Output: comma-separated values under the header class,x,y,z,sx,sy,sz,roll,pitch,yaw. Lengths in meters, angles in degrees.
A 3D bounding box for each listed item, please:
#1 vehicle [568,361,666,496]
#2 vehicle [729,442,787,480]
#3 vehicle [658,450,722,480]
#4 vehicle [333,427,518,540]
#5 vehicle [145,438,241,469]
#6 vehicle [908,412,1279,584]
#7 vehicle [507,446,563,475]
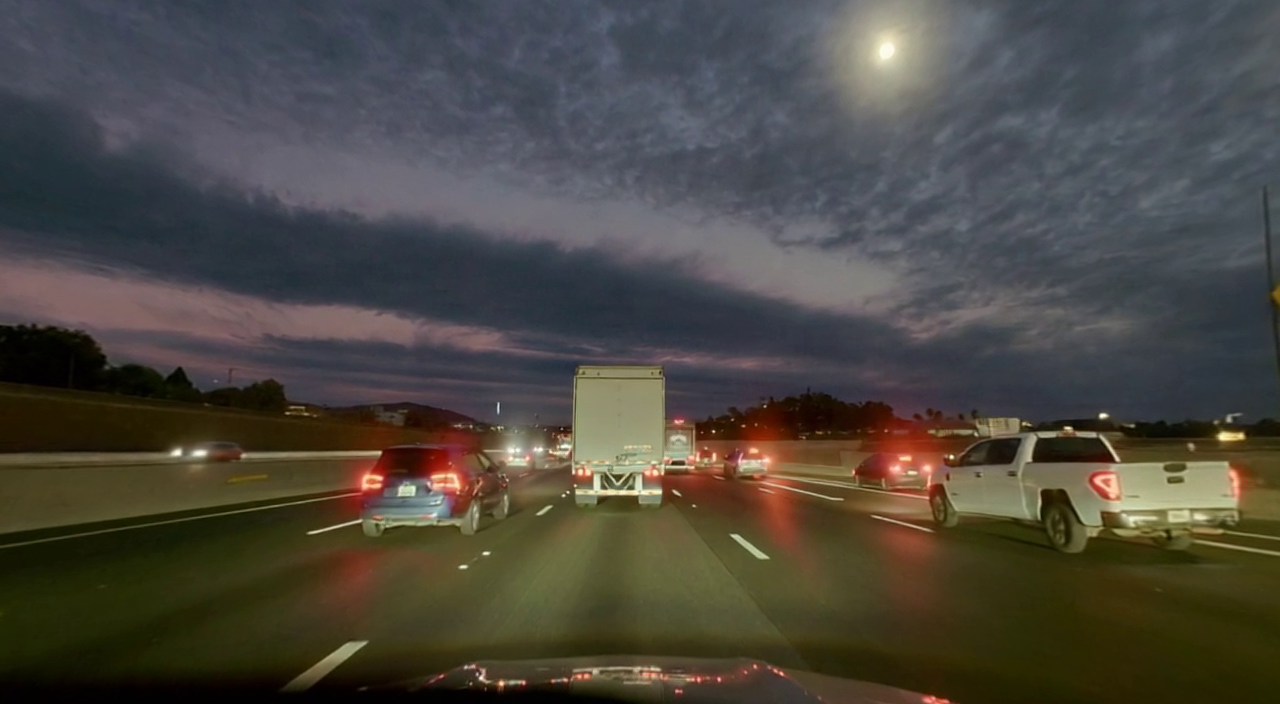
class,x,y,z,sx,sy,sz,roll,pitch,yaw
vehicle,-0.728,3.090,24.466,2.906,4.040,10.743,0,-9,0
vehicle,6.277,5.854,34.177,2.070,1.888,4.546,0,-9,-2
vehicle,2.665,6.461,36.807,3.009,1.501,8.887,0,-9,0
vehicle,-3.574,2.255,11.456,1.946,1.641,4.105,0,-9,-1
vehicle,-23.094,5.263,32.861,1.842,1.473,4.311,0,-9,0
vehicle,6.118,1.866,9.021,2.188,1.731,5.031,0,-9,-2
vehicle,-5.779,6.021,35.411,1.973,1.471,4.779,-1,-9,4
